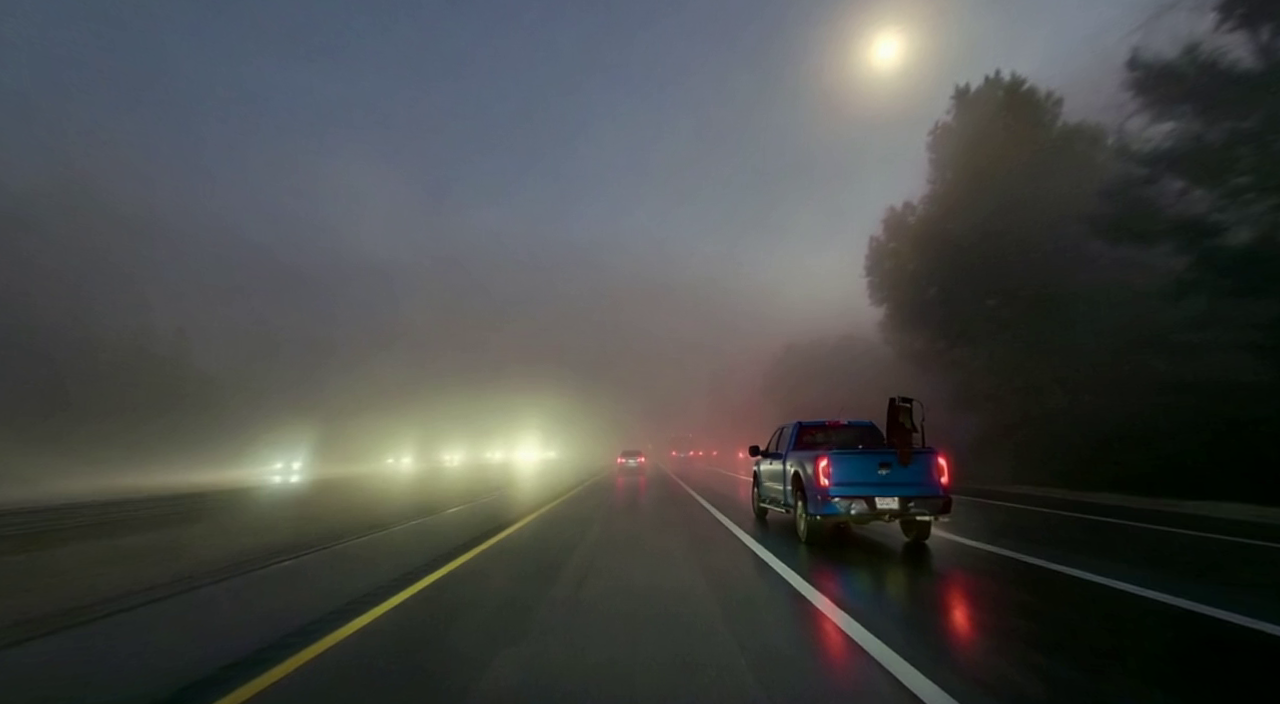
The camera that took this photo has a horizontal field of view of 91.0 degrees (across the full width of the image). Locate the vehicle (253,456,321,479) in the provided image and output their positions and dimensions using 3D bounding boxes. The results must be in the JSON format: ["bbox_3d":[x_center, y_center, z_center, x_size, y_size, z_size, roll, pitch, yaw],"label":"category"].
[{"bbox_3d":[-25.394,8.316,45.499,2.153,1.473,4.569,0,-9,1],"label":"vehicle"}]

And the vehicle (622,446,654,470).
[{"bbox_3d":[-0.140,7.066,42.222,2.030,1.473,3.926,0,-9,0],"label":"vehicle"}]

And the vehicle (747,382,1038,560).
[{"bbox_3d":[3.430,1.810,10.226,2.354,2.079,5.586,0,-9,0],"label":"vehicle"}]
